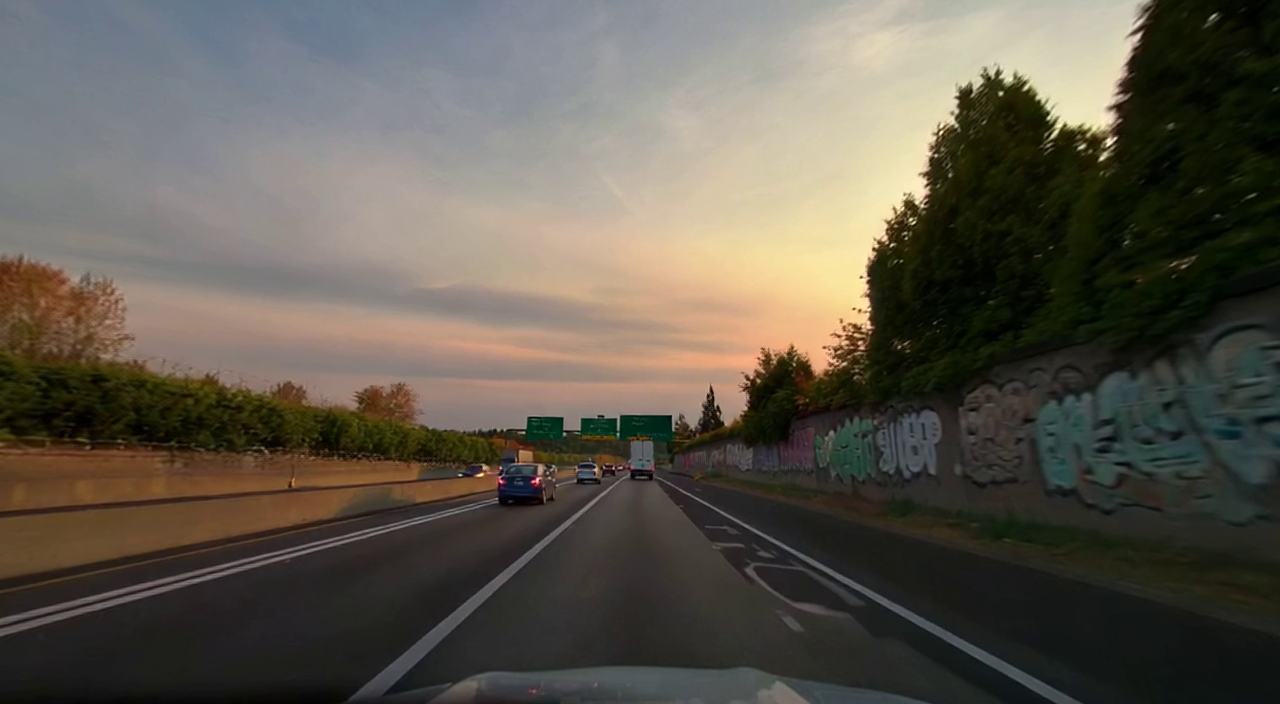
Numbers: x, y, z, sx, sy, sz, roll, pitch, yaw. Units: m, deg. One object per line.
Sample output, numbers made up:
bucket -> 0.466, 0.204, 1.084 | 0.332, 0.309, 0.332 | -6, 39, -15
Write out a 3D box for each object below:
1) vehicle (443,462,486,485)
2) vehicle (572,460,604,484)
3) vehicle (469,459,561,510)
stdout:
vehicle -> -12.540, 8.692, 45.249 | 1.874, 1.514, 4.246 | 1, -10, 0
vehicle -> -3.861, 8.961, 47.118 | 2.032, 1.625, 4.023 | 1, -10, 0
vehicle -> -3.935, 4.269, 20.564 | 2.054, 1.443, 4.131 | 0, -10, 1
